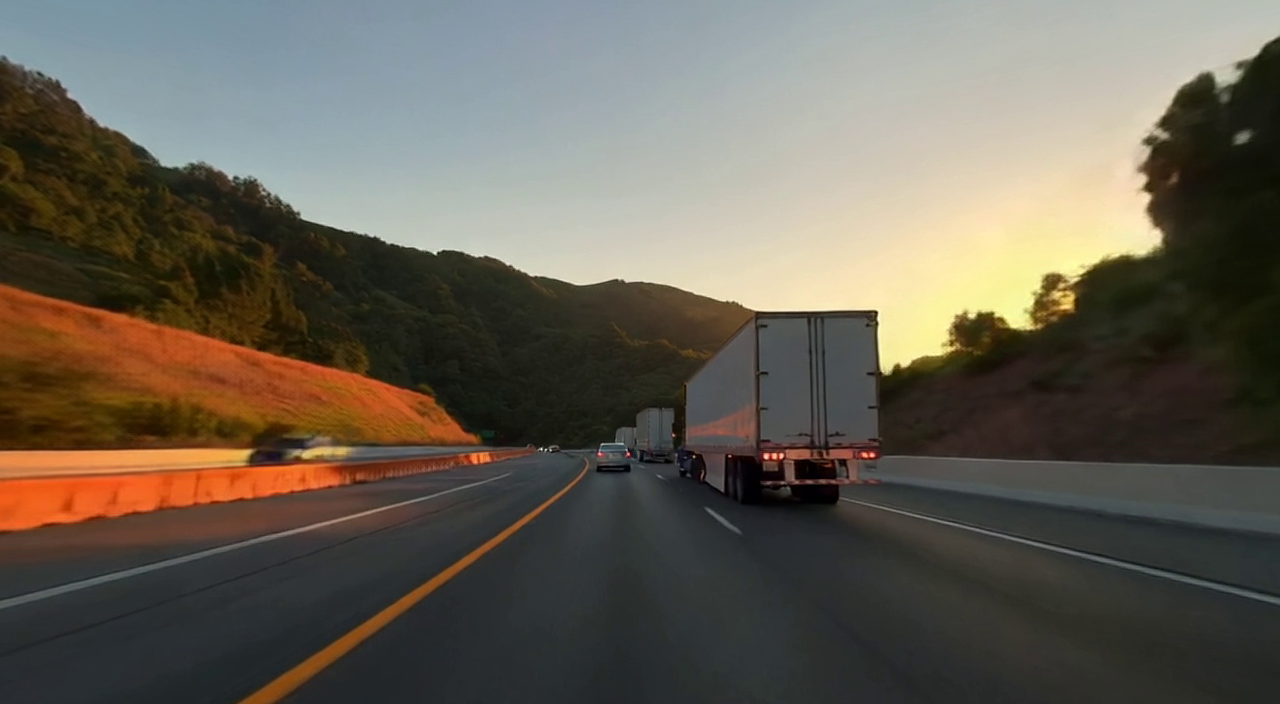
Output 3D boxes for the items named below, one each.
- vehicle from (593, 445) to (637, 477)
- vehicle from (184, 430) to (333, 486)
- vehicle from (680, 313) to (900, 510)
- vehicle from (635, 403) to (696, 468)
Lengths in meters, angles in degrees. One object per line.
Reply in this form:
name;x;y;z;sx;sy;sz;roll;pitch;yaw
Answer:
vehicle;-1.238;5.242;30.644;2.029;1.437;3.794;0;-9;-3
vehicle;-11.392;3.211;19.281;1.882;1.490;4.346;0;-9;-1
vehicle;3.540;2.314;20.387;2.911;4.099;14.578;0;-9;-3
vehicle;1.586;6.376;47.048;2.826;4.050;13.845;1;-9;-5
